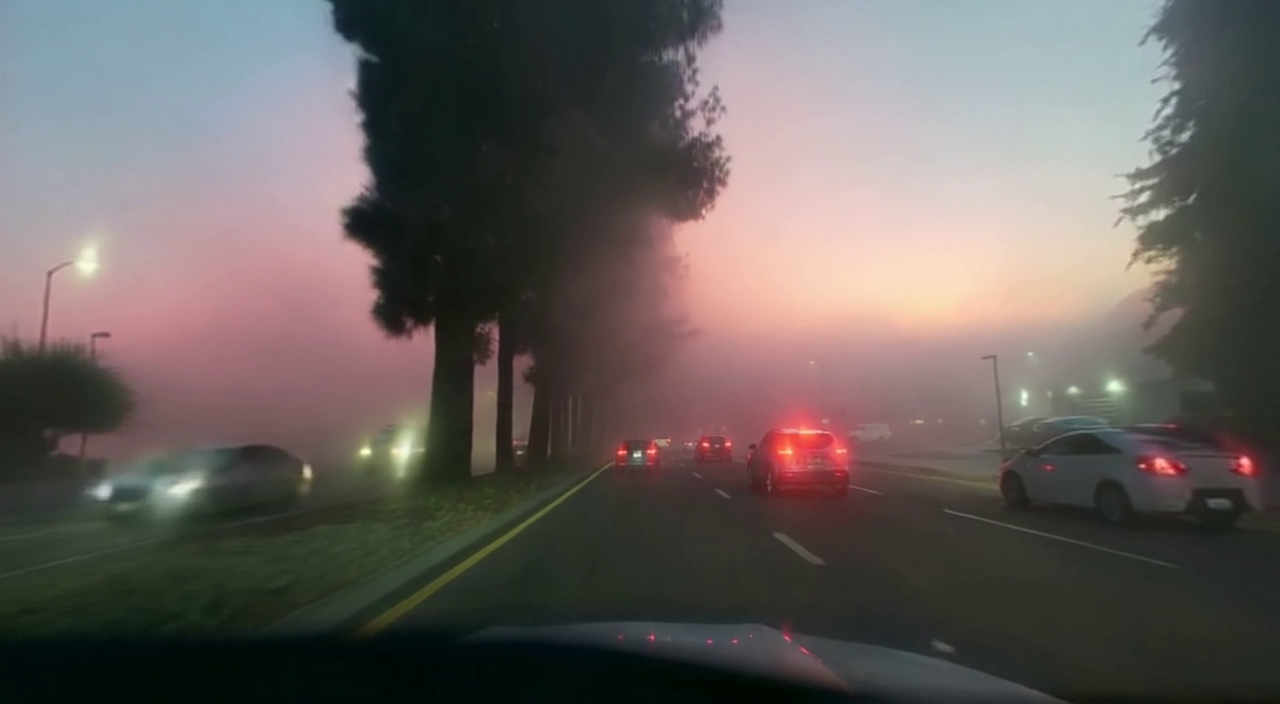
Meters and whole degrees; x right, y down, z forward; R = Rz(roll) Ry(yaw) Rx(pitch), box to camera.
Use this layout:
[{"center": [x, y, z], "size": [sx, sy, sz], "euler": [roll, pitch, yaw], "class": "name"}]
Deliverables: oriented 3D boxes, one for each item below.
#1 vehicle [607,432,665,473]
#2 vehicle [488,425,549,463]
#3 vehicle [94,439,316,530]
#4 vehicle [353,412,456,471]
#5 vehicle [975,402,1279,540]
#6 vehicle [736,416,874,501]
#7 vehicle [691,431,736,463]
[{"center": [-0.129, 4.004, 25.095], "size": [2.111, 1.506, 4.018], "euler": [0, -8, 1], "class": "vehicle"}, {"center": [-7.475, 5.757, 39.195], "size": [2.469, 2.200, 5.517], "euler": [0, -9, 3], "class": "vehicle"}, {"center": [-7.982, 2.418, 11.999], "size": [1.617, 1.448, 3.609], "euler": [0, -9, 0], "class": "vehicle"}, {"center": [-11.025, 4.306, 30.046], "size": [2.585, 2.507, 5.743], "euler": [0, -9, 1], "class": "vehicle"}, {"center": [7.619, 1.815, 10.110], "size": [2.008, 1.714, 4.407], "euler": [0, -9, 1], "class": "vehicle"}, {"center": [3.709, 2.499, 15.024], "size": [2.130, 1.718, 4.310], "euler": [0, -8, 0], "class": "vehicle"}, {"center": [4.093, 5.384, 35.717], "size": [1.982, 1.709, 4.427], "euler": [0, -8, 0], "class": "vehicle"}]
